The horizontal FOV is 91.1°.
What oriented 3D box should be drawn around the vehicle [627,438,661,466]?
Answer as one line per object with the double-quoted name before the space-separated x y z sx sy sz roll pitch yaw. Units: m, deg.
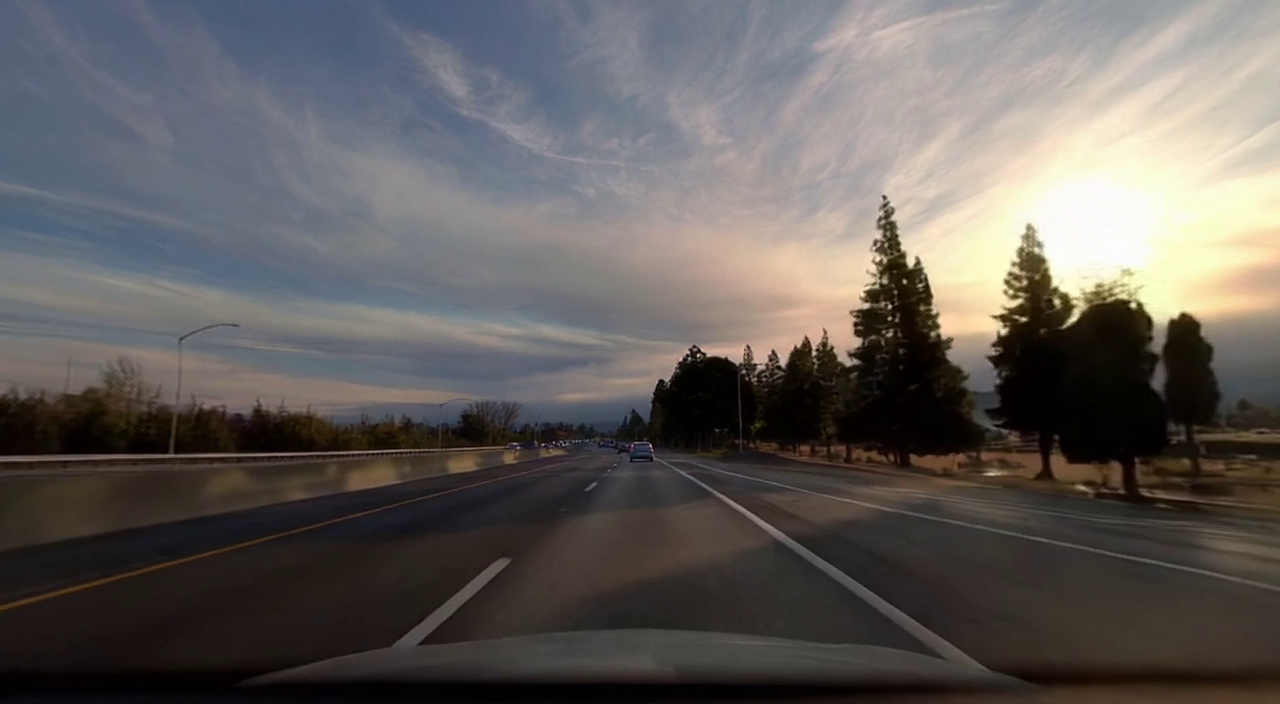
"vehicle" 0.214 6.396 40.442 2.029 1.666 4.064 0 -8 -2
